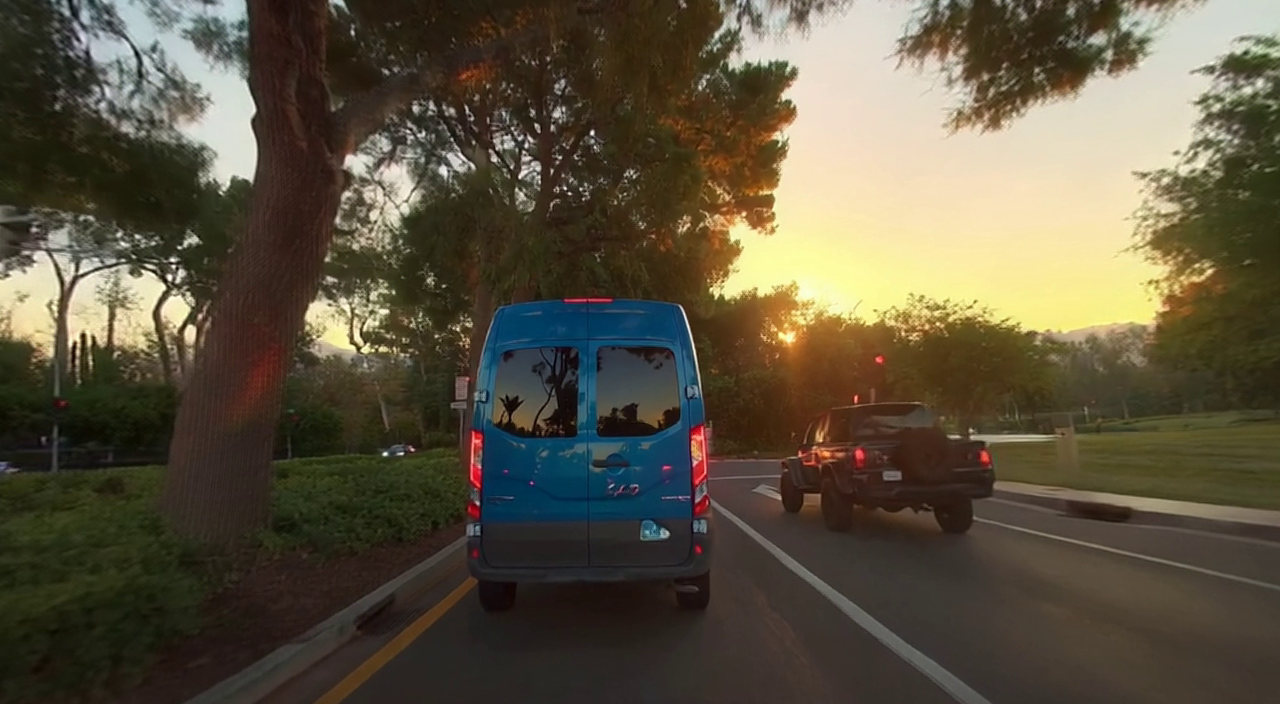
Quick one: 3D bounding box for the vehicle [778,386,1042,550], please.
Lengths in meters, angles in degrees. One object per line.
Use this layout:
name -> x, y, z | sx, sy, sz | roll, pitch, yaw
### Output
vehicle -> 3.551, 1.625, 9.315 | 1.988, 1.873, 3.968 | 0, -9, -2

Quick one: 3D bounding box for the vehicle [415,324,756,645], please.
vehicle -> -0.305, 1.144, 6.252 | 2.145, 2.046, 4.309 | 0, -9, 1
